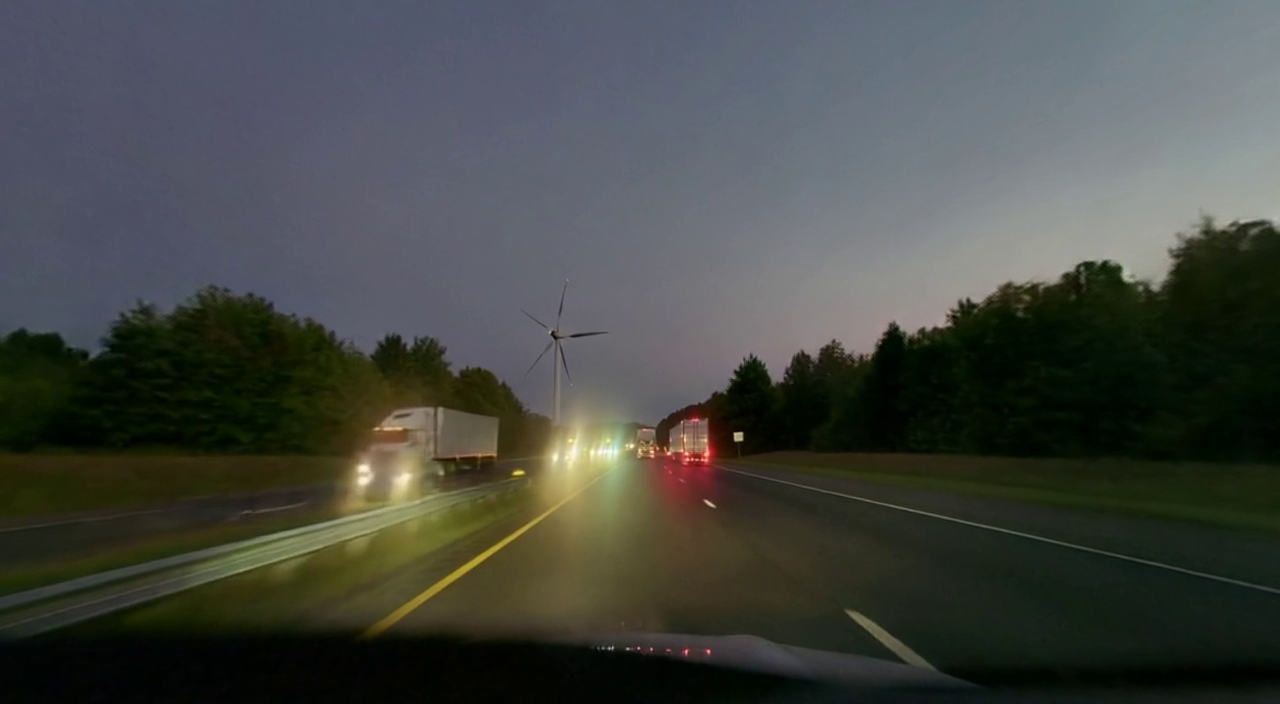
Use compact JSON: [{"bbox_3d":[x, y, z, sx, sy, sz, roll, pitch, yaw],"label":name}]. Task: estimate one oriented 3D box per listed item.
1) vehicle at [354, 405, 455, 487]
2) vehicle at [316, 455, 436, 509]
[{"bbox_3d":[-12.492,5.091,34.092,3.016,3.985,5.905,0,-9,0],"label":"vehicle"},{"bbox_3d":[-8.401,4.138,20.568,2.015,1.523,4.279,0,-9,1],"label":"vehicle"}]
